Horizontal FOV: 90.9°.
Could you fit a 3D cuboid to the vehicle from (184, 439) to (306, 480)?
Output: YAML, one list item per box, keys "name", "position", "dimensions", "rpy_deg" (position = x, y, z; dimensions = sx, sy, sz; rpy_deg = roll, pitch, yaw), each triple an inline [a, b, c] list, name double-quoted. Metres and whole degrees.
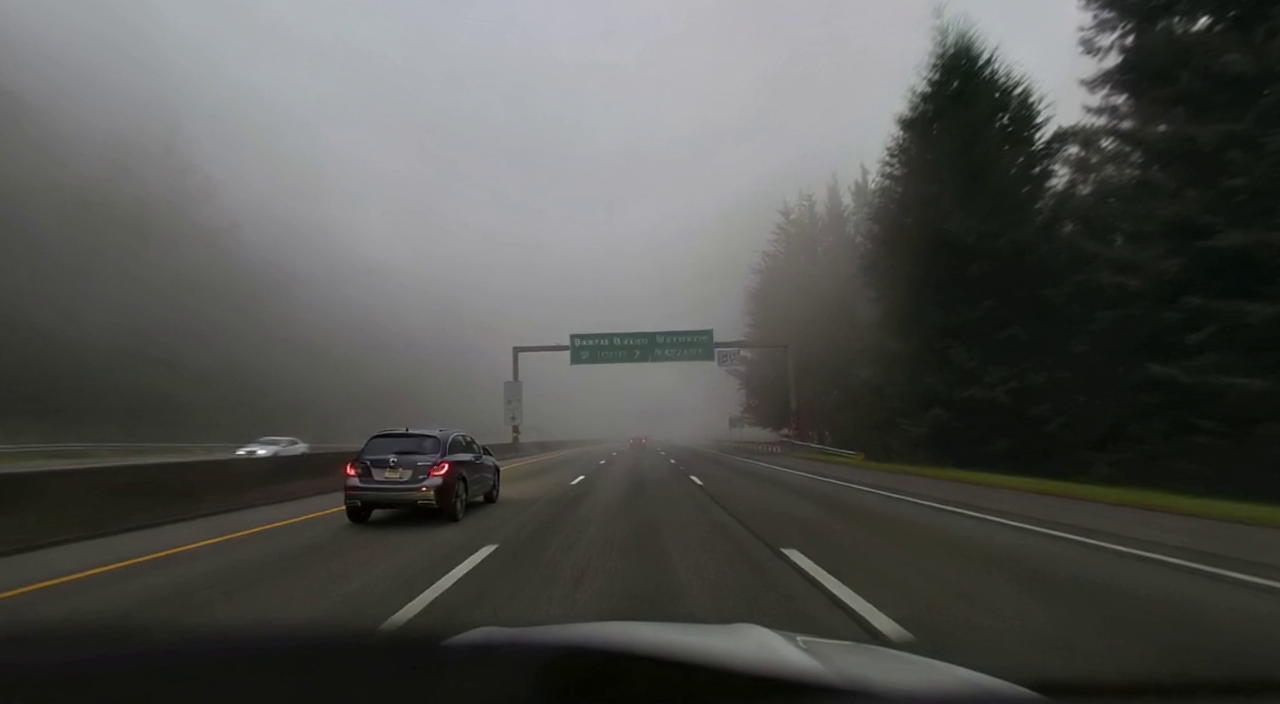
- name: "vehicle"
  position: [-15.790, 4.281, 25.557]
  dimensions: [1.956, 1.501, 4.682]
  rpy_deg: [0, -8, -1]

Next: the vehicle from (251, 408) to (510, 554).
- name: "vehicle"
  position: [-3.411, 1.768, 9.345]
  dimensions: [2.084, 1.654, 4.080]
  rpy_deg: [0, -8, 0]
